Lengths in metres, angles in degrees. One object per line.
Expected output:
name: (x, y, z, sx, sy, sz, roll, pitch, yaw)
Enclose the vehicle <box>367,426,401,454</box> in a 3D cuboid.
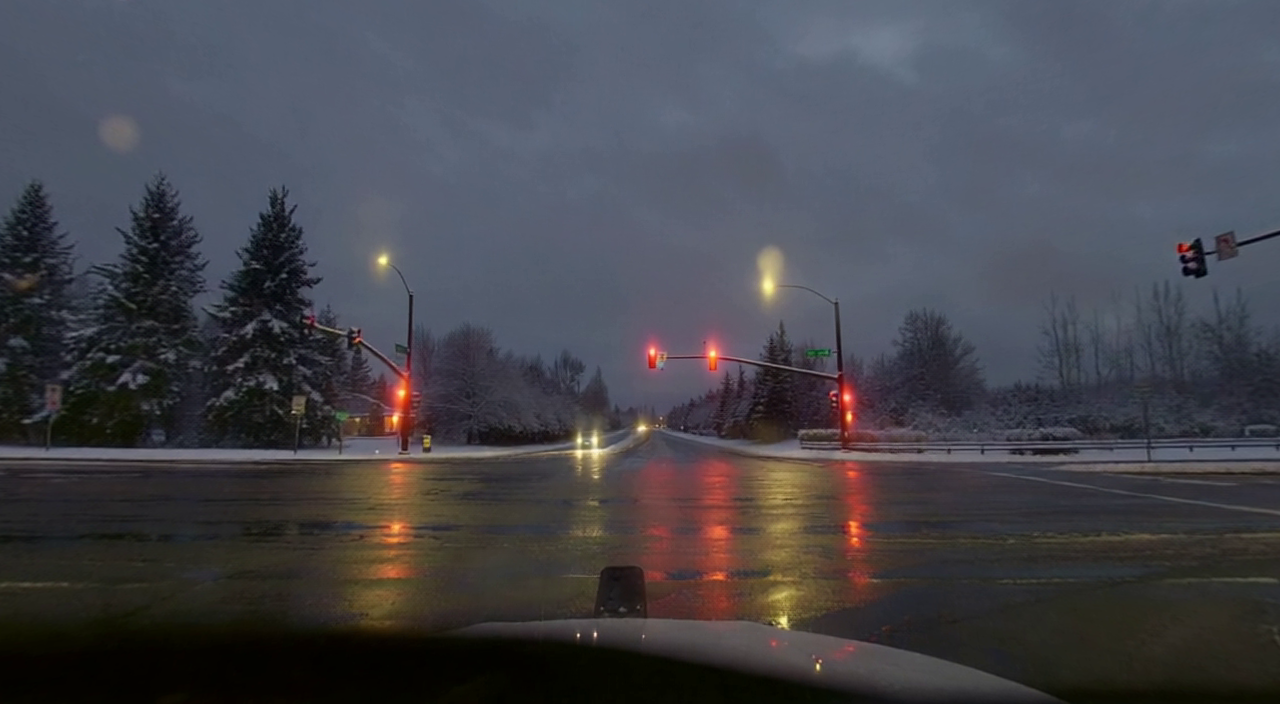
vehicle: (-19.971, 6.851, 48.891, 1.873, 2.079, 2.879, 5, -10, -33)
